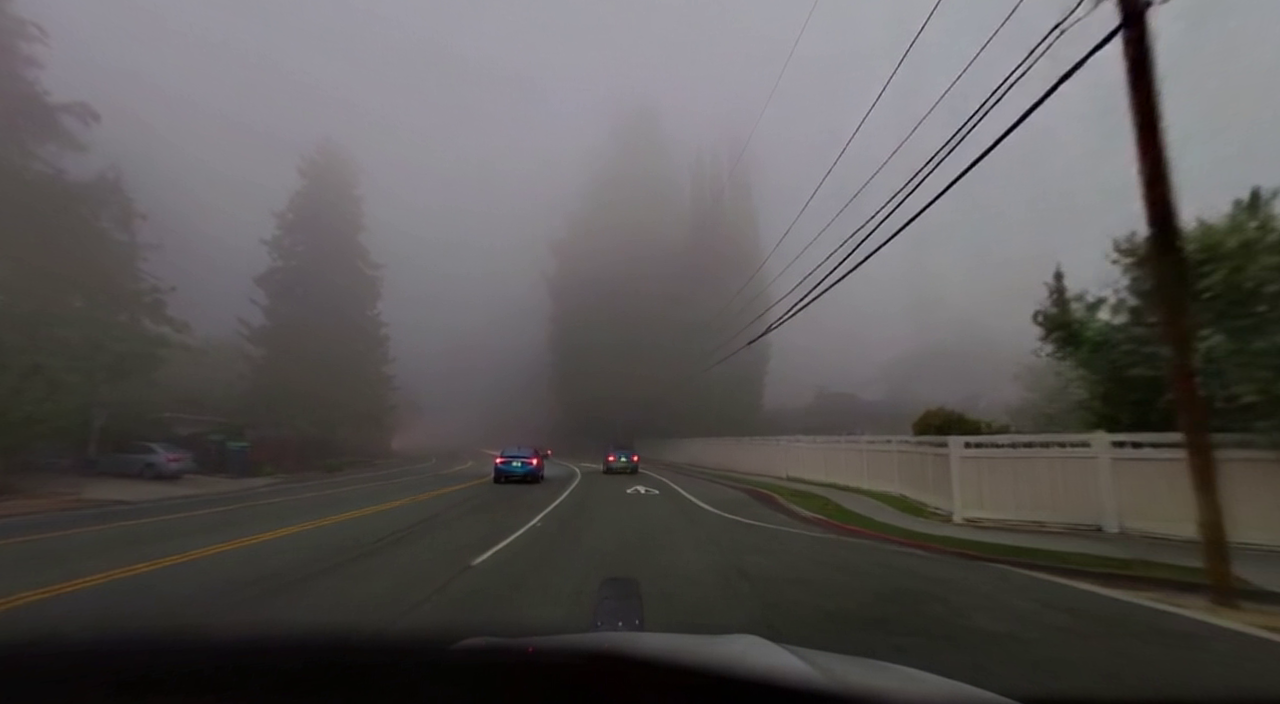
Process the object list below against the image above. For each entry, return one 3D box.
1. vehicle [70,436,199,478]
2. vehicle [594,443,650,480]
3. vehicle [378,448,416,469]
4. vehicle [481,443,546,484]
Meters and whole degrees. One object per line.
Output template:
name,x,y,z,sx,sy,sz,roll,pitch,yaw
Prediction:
vehicle,-21.976,4.563,27.614,3.836,1.693,1.849,2,-8,-7
vehicle,-0.879,4.854,28.286,2.168,1.504,4.284,2,-8,-6
vehicle,-18.781,8.211,48.962,1.944,1.458,4.549,3,-9,-12
vehicle,-4.750,4.224,24.287,1.913,1.425,4.235,1,-8,-4
